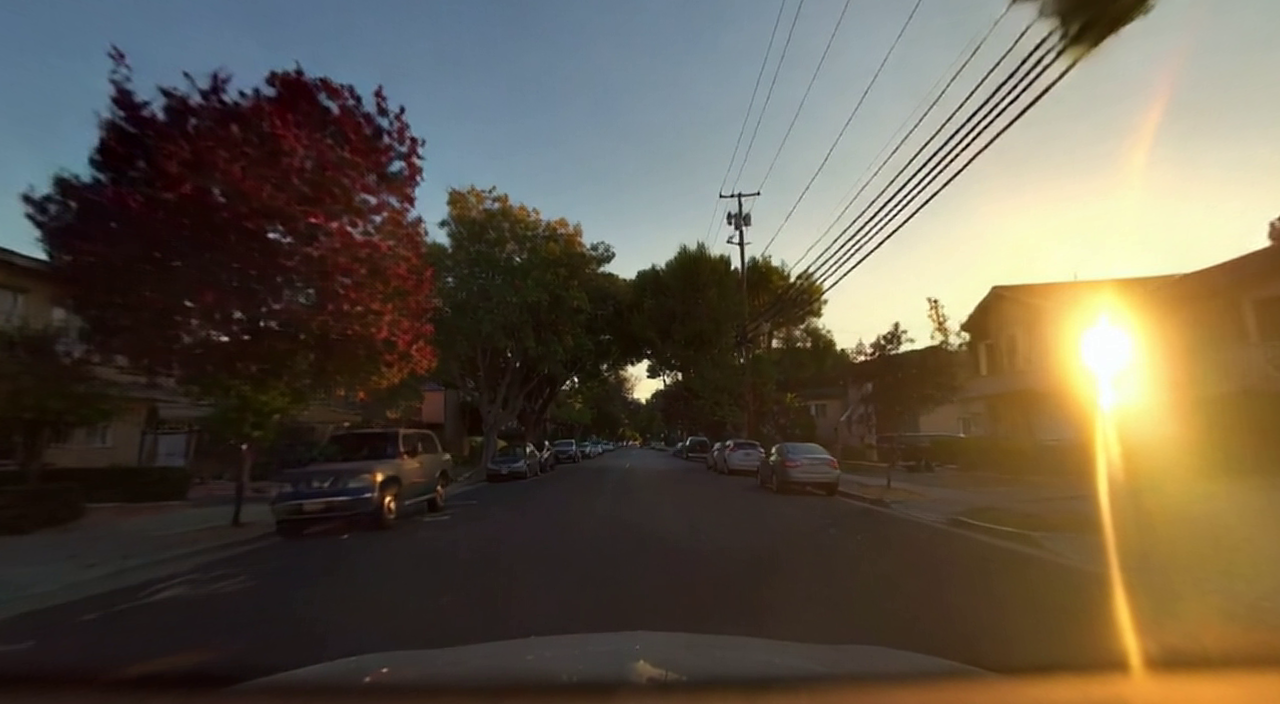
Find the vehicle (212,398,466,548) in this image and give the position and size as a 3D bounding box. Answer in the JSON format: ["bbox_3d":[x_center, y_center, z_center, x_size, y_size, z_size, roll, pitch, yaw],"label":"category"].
[{"bbox_3d":[-5.262,2.201,12.272,2.242,2.135,5.566,-2,-8,0],"label":"vehicle"}]

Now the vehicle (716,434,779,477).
[{"bbox_3d":[4.390,4.295,26.514,1.979,1.620,4.684,0,-8,2],"label":"vehicle"}]

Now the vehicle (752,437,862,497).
[{"bbox_3d":[4.436,3.111,17.527,1.893,1.437,4.369,0,-8,0],"label":"vehicle"}]

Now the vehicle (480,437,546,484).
[{"bbox_3d":[-5.263,4.501,26.680,1.873,1.709,4.206,-4,-8,0],"label":"vehicle"}]

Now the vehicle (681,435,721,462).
[{"bbox_3d":[4.443,7.132,46.907,2.279,1.848,5.577,0,-8,-2],"label":"vehicle"}]
